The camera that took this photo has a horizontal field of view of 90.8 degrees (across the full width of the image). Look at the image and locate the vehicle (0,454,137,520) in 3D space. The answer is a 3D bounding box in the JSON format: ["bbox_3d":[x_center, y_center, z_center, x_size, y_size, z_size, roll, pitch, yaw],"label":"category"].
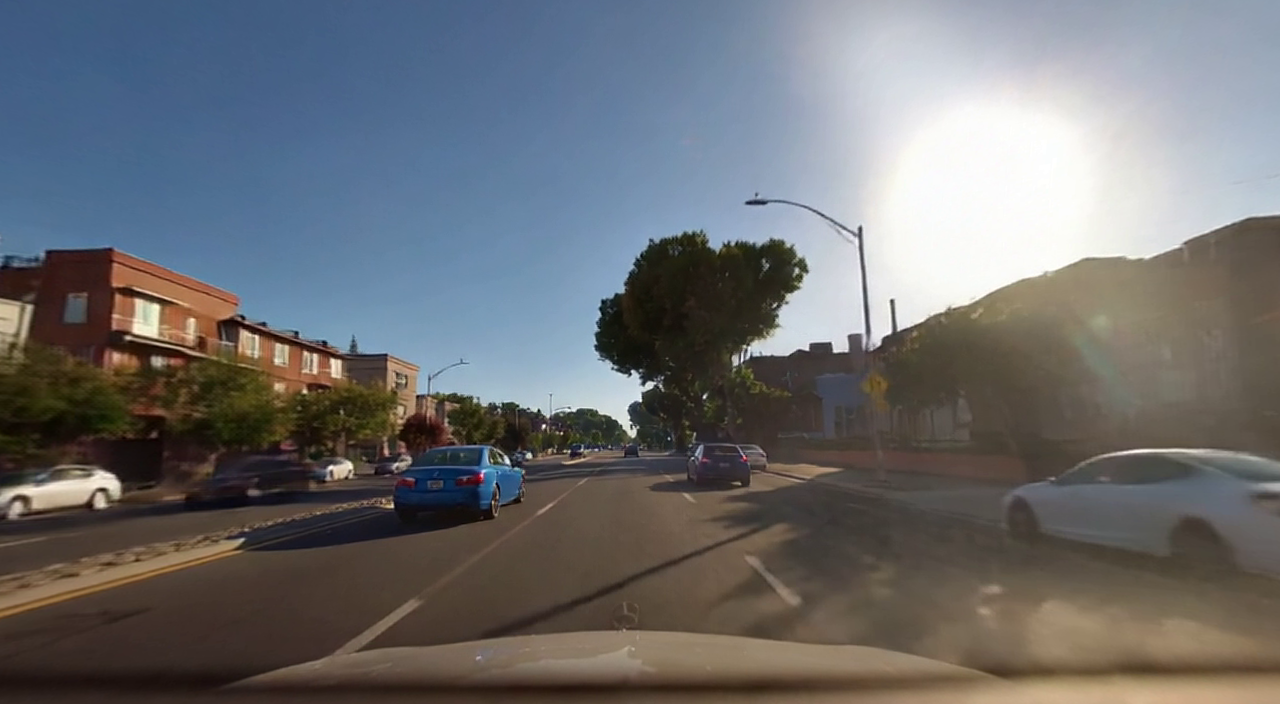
[{"bbox_3d":[-18.178,4.048,19.330,1.953,1.748,4.440,-2,-9,-1],"label":"vehicle"}]

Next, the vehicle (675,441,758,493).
[{"bbox_3d":[2.295,3.609,20.214,1.978,1.471,4.426,0,-9,-2],"label":"vehicle"}]

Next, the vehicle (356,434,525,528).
[{"bbox_3d":[-3.700,2.461,12.614,2.062,1.527,4.044,0,-9,0],"label":"vehicle"}]

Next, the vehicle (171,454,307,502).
[{"bbox_3d":[-14.459,4.519,23.187,1.931,1.501,4.722,0,-9,0],"label":"vehicle"}]

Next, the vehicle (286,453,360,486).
[{"bbox_3d":[-18.335,6.776,36.824,2.003,1.699,4.524,-2,-9,0],"label":"vehicle"}]

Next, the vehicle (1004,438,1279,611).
[{"bbox_3d":[6.266,1.648,6.643,1.881,1.439,4.725,0,-9,-3],"label":"vehicle"}]
